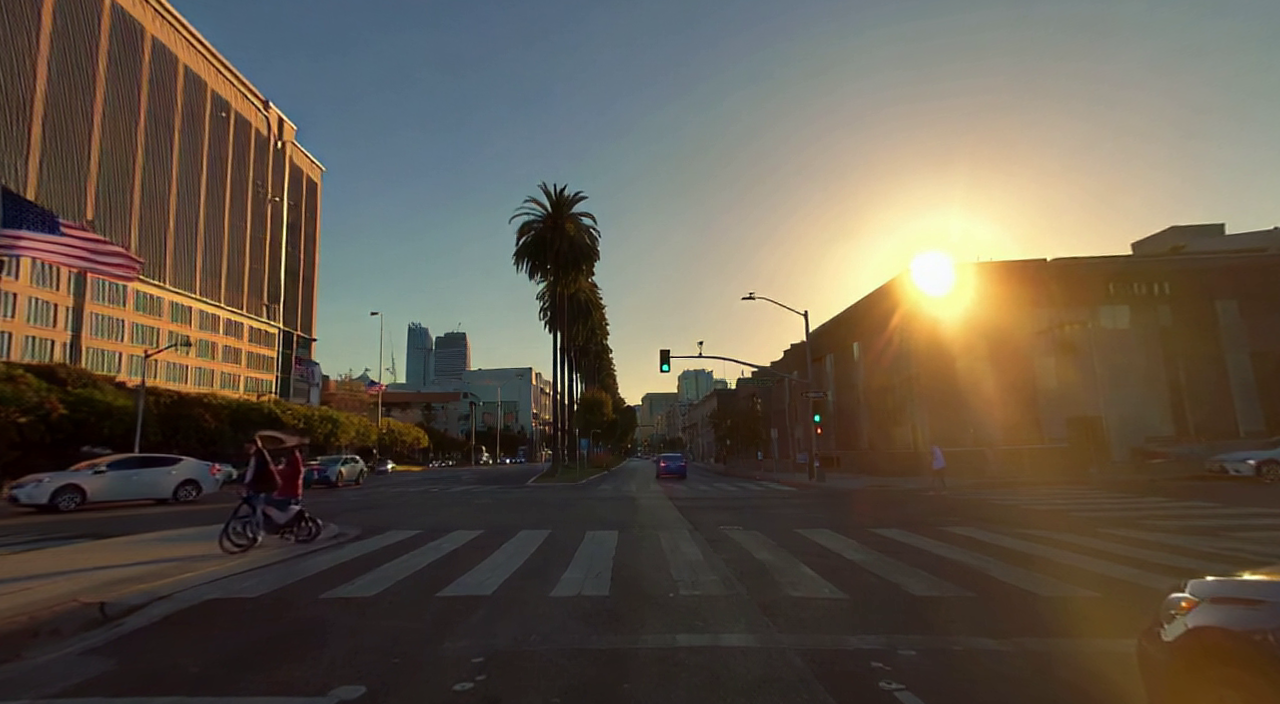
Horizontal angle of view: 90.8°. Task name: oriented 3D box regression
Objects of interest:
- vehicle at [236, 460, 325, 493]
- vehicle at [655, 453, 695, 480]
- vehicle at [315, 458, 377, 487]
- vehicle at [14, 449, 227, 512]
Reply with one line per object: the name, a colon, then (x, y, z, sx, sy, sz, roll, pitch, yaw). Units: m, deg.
vehicle: (-19.923, 6.896, 35.265, 2.069, 1.540, 4.774, 0, -8, 1)
vehicle: (2.127, 7.184, 39.734, 2.000, 1.525, 4.273, 0, -8, -4)
vehicle: (-20.083, 8.237, 43.436, 2.043, 1.745, 4.420, 0, -8, 1)
vehicle: (-15.053, 3.707, 18.712, 4.499, 1.594, 1.898, 5, -10, -29)
